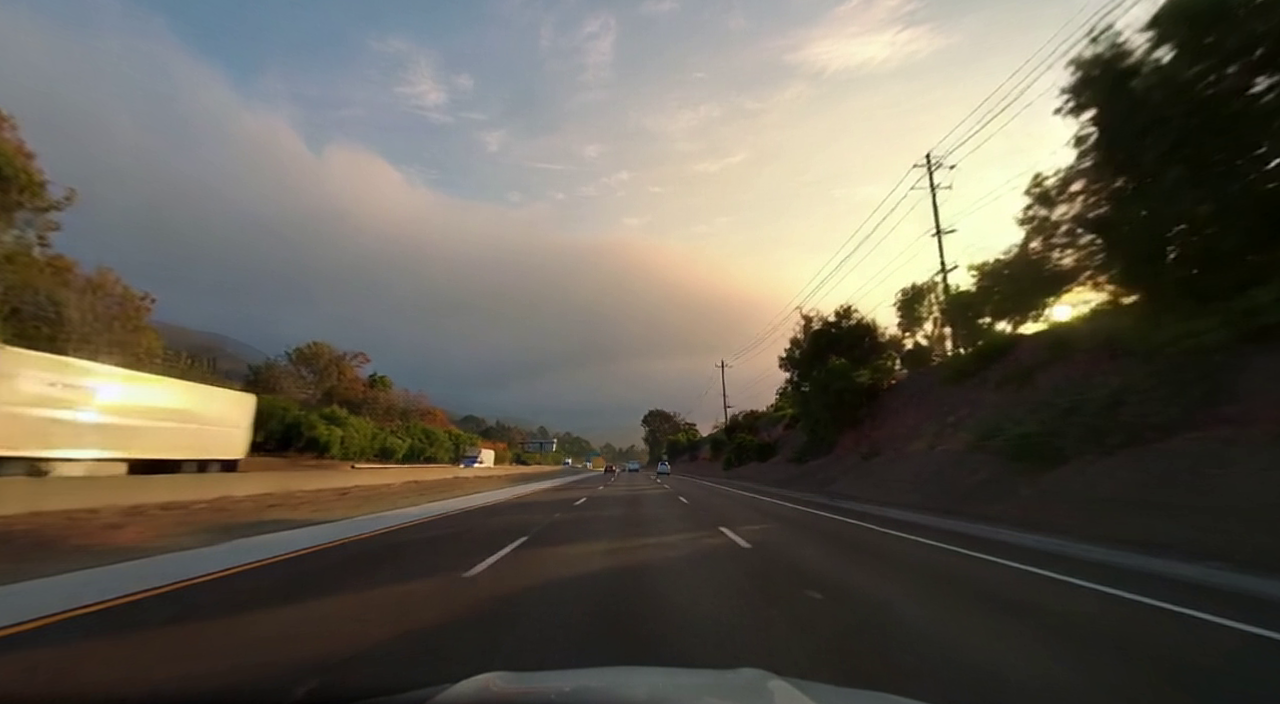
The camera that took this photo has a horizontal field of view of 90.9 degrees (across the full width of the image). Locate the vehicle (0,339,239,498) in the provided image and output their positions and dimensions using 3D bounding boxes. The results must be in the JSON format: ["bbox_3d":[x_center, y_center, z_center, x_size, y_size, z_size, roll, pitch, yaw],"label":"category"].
[{"bbox_3d":[-17.802,2.289,19.330,2.867,4.000,12.416,1,-10,-1],"label":"vehicle"}]

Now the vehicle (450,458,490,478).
[{"bbox_3d":[-13.254,9.080,49.439,1.888,1.464,4.492,1,-10,0],"label":"vehicle"}]
